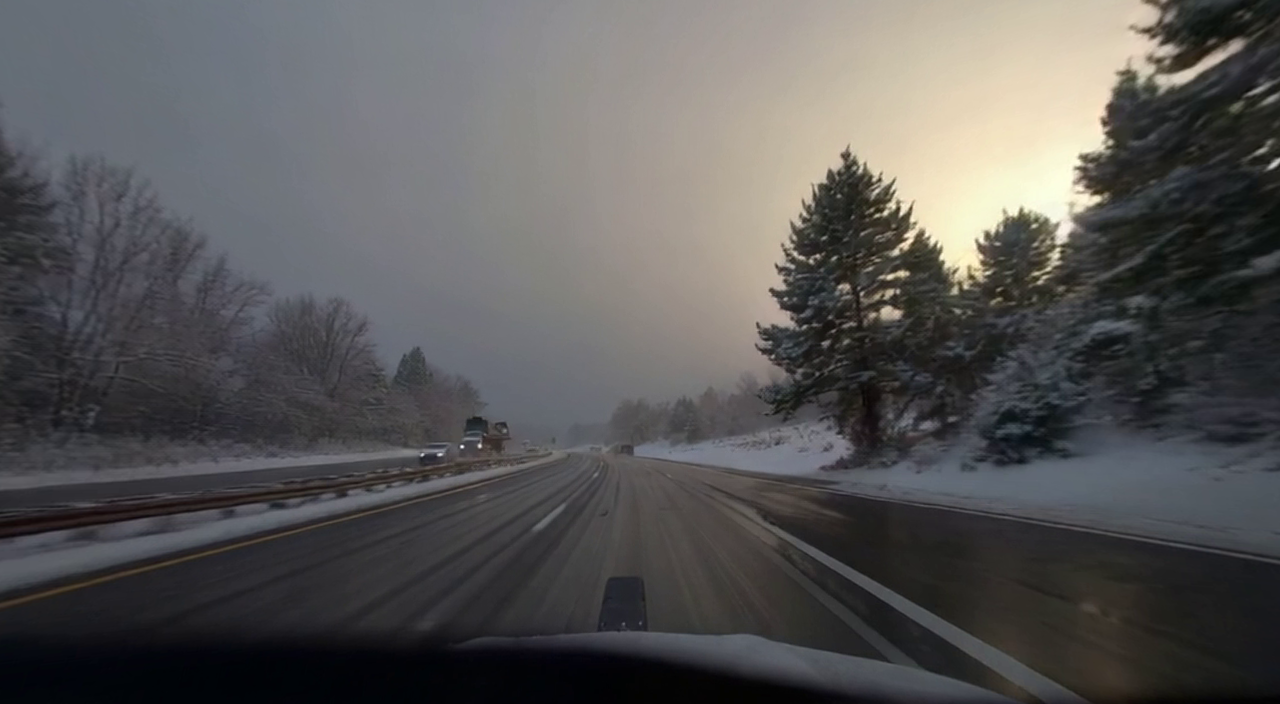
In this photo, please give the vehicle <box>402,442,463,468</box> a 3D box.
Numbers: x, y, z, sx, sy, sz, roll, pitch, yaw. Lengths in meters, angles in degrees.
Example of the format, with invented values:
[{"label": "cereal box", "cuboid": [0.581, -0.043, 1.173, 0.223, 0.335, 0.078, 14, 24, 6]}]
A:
[{"label": "vehicle", "cuboid": [-12.999, 6.475, 39.714, 2.540, 1.509, 4.188, 0, -9, -2]}]
